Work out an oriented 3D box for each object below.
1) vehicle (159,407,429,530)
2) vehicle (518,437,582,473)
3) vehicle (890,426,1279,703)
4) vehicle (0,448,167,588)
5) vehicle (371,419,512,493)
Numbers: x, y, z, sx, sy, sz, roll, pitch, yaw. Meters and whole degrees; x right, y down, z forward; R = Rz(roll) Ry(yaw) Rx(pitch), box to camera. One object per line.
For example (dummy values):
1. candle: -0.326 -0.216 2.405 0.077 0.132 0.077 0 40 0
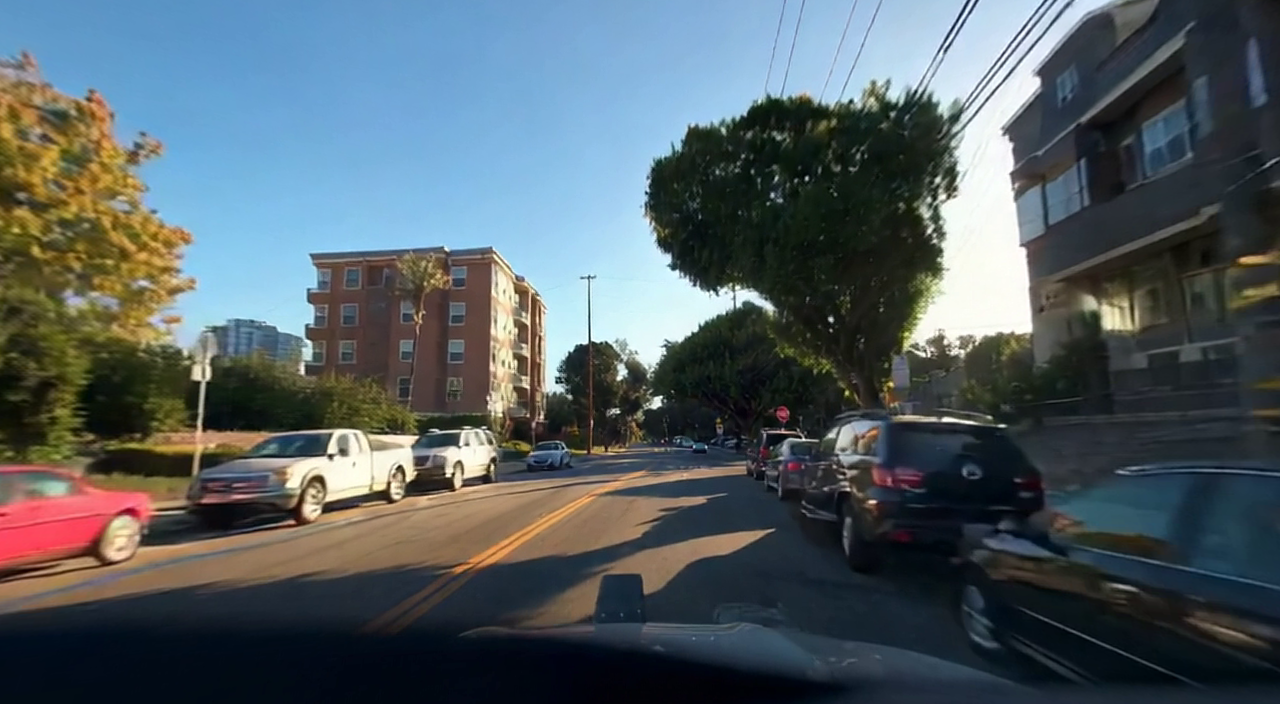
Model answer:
1. vehicle: -6.493 2.268 12.919 2.270 1.881 5.412 -3 -8 3
2. vehicle: -4.269 4.934 30.551 1.922 1.505 4.502 -4 -8 6
3. vehicle: 2.974 1.088 2.843 1.875 1.441 4.445 0 -8 0
4. vehicle: -7.512 1.749 6.683 1.823 1.407 4.125 0 -8 -1
5. vehicle: -5.738 3.090 19.192 2.158 1.929 5.184 -1 -8 6
